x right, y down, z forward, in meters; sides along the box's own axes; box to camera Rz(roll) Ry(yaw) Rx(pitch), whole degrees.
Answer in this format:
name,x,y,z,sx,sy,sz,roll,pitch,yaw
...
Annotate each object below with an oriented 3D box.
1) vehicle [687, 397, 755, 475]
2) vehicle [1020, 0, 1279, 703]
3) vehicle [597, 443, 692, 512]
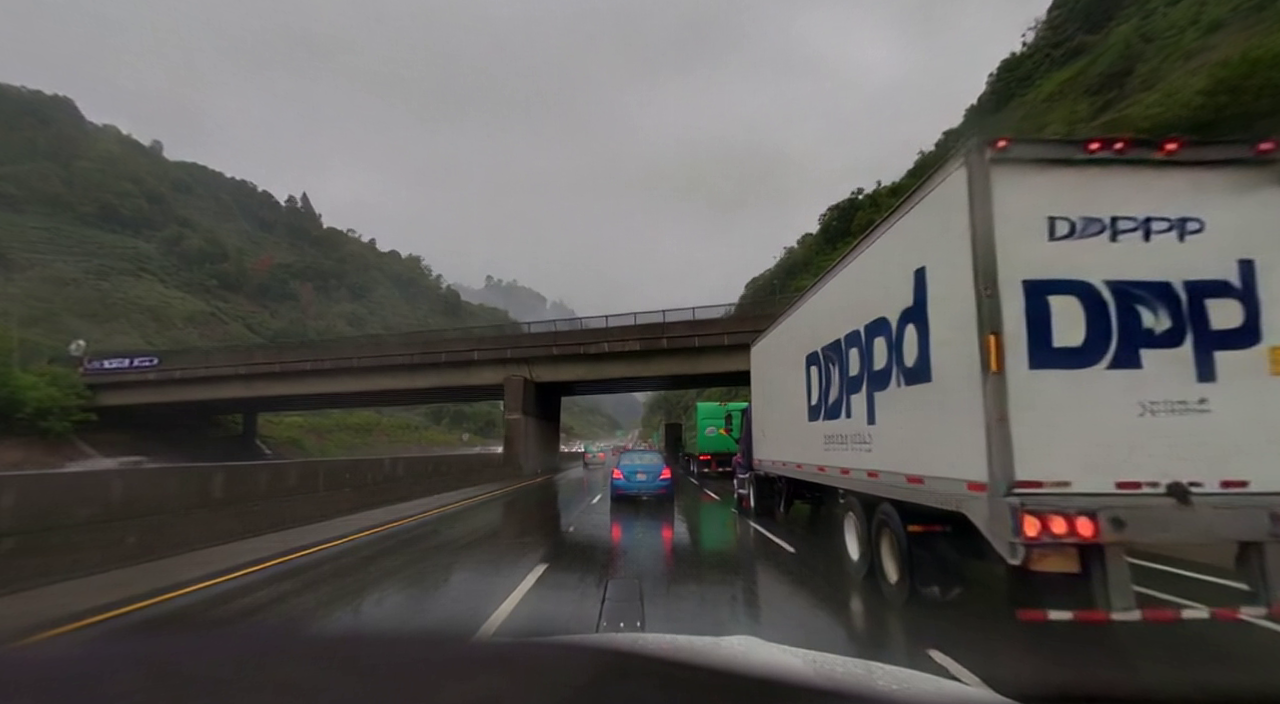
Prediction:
name,x,y,z,sx,sy,sz,roll,pitch,yaw
vehicle,4.522,5.068,37.305,2.801,4.039,8.684,0,-9,0
vehicle,4.120,-0.509,0.140,2.802,3.956,8.291,0,-9,0
vehicle,0.101,2.980,15.396,2.029,1.437,3.794,0,-9,0
